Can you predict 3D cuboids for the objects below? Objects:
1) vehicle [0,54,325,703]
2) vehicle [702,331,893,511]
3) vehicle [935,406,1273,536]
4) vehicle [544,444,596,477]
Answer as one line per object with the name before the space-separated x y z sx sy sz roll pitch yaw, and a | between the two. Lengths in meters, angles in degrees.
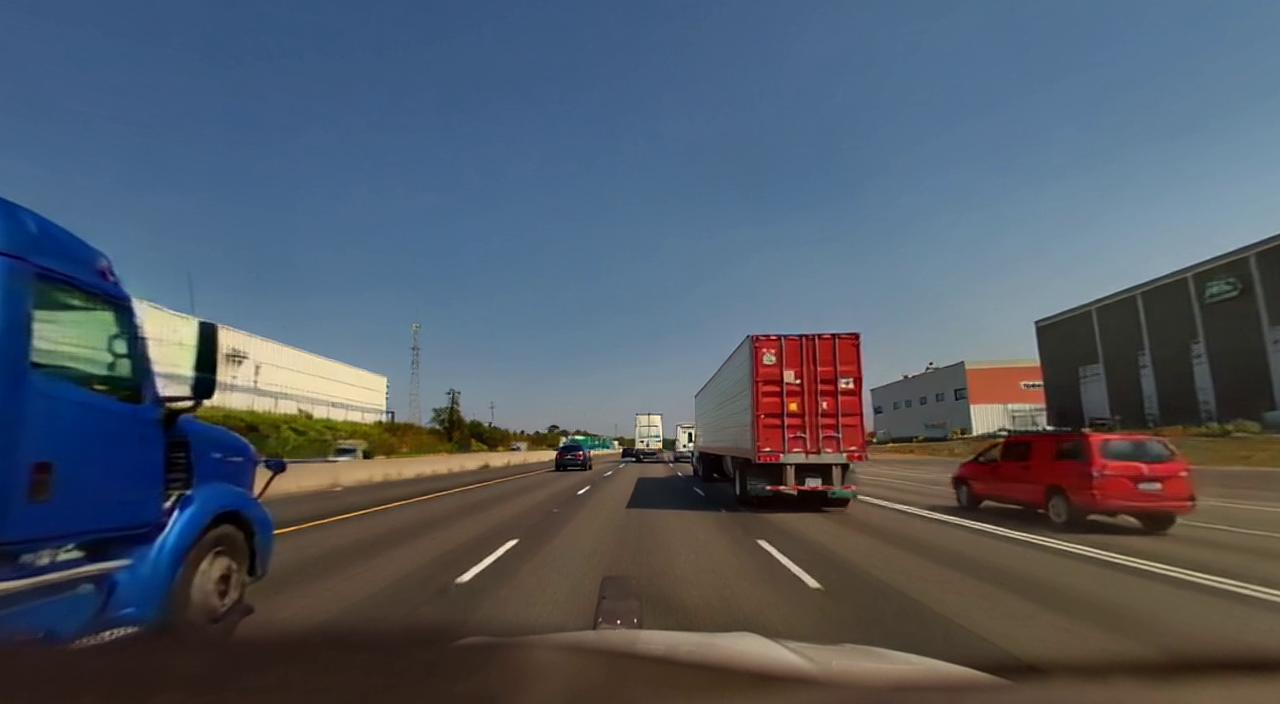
vehicle | -3.717 0.159 1.403 2.557 2.855 6.674 0 -9 0
vehicle | 4.119 2.483 20.711 2.951 3.974 13.340 0 -8 1
vehicle | 8.244 2.191 12.322 2.216 1.918 5.742 0 -9 0
vehicle | -3.344 5.292 31.115 2.024 1.472 4.014 -1 -8 1
